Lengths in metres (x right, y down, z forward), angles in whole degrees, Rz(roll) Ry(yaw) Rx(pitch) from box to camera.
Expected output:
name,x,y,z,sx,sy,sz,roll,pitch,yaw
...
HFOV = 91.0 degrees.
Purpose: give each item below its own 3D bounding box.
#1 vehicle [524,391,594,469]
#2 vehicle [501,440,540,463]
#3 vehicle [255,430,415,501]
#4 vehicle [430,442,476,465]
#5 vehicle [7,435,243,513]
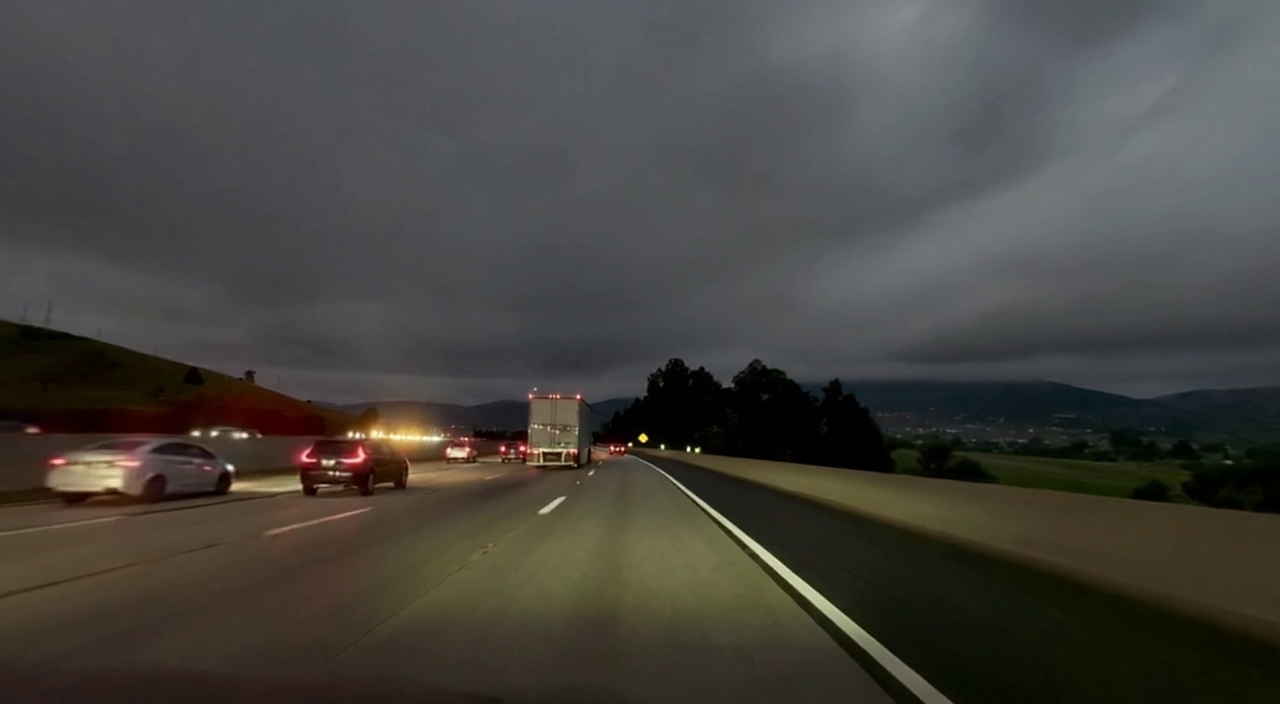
name,x,y,z,sx,sy,sz,roll,pitch,yaw
vehicle,-4.752,5.115,39.870,2.880,4.025,14.064,1,-8,-1
vehicle,-9.046,7.563,48.030,2.128,1.658,4.443,1,-9,-1
vehicle,-8.159,3.071,17.455,2.099,1.644,4.638,1,-9,0
vehicle,-12.593,6.856,42.662,1.868,1.454,4.290,1,-9,-1
vehicle,-11.383,2.688,14.387,1.908,1.491,4.048,1,-9,0
